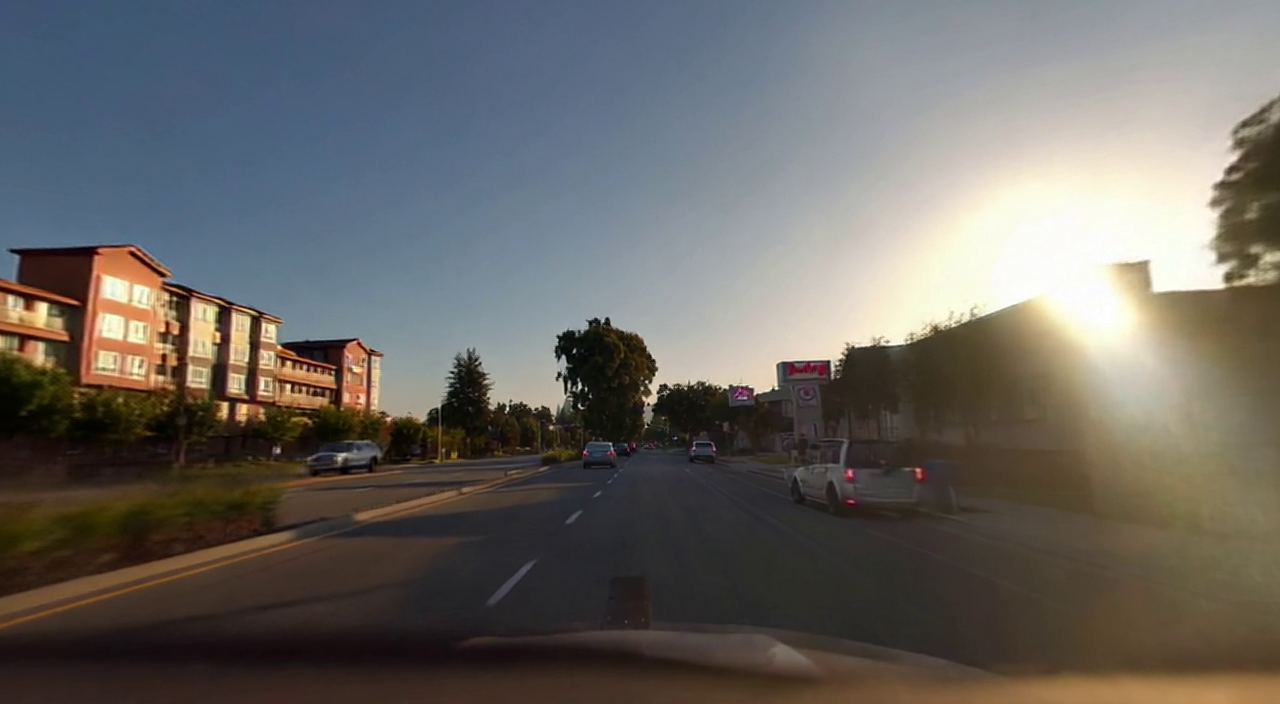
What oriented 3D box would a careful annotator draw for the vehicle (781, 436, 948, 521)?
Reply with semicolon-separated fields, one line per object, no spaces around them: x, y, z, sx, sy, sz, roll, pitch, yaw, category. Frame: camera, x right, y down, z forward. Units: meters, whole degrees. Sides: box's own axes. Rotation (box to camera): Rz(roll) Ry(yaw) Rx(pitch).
4.570;2.622;13.678;2.025;1.500;4.465;0;-8;1;vehicle

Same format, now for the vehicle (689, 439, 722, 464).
4.861;7.438;47.340;2.067;1.755;4.616;0;-8;1;vehicle

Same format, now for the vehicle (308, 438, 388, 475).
-14.512;5.204;31.617;1.973;1.742;4.024;0;-8;1;vehicle

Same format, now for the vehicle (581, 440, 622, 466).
-2.381;6.372;40.006;2.176;1.543;4.335;0;-8;1;vehicle
